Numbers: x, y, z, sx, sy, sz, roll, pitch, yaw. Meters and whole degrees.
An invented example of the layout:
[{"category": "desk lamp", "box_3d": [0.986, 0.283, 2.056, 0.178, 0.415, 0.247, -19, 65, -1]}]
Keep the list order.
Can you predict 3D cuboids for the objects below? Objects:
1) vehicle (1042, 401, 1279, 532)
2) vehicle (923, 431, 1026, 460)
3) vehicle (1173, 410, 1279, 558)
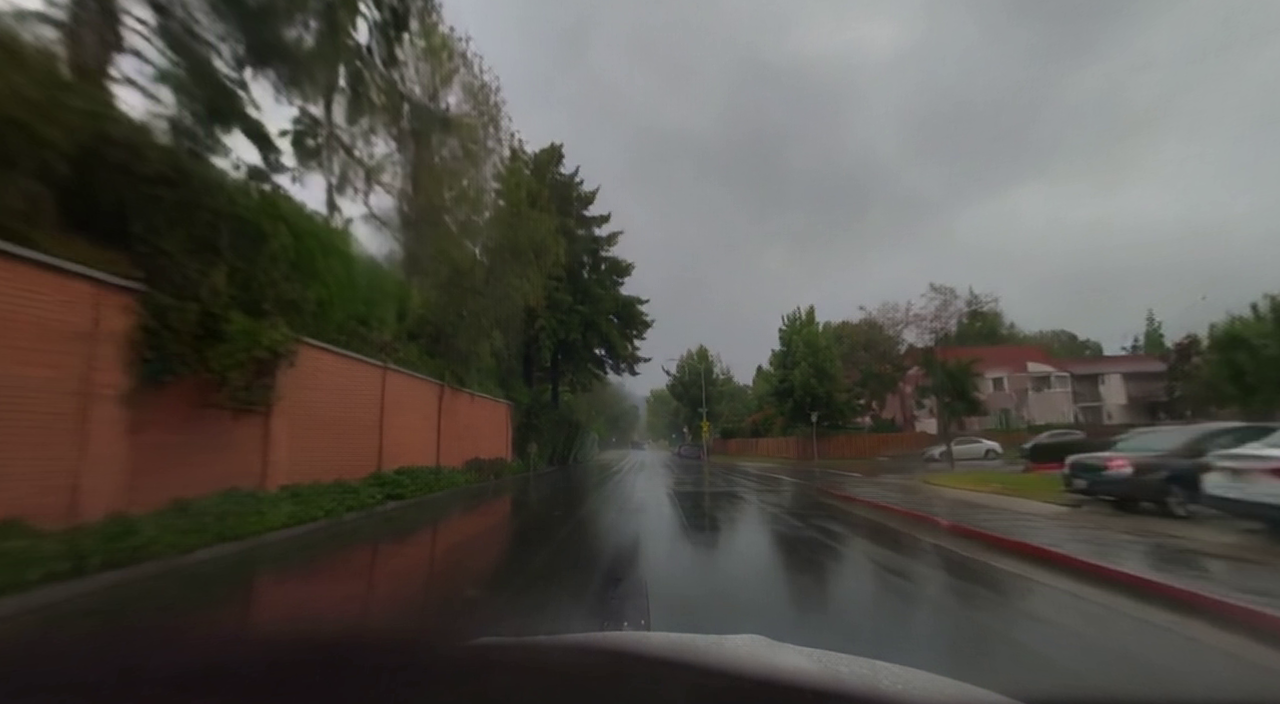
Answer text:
[{"category": "vehicle", "box_3d": [9.679, 1.824, 10.072, 5.105, 1.858, 1.945, 0, -11, -1]}, {"category": "vehicle", "box_3d": [19.031, 5.360, 35.966, 4.697, 1.502, 2.124, 1, -9, -4]}, {"category": "vehicle", "box_3d": [9.986, 1.605, 7.712, 4.809, 1.741, 2.351, 0, -9, -3]}]
